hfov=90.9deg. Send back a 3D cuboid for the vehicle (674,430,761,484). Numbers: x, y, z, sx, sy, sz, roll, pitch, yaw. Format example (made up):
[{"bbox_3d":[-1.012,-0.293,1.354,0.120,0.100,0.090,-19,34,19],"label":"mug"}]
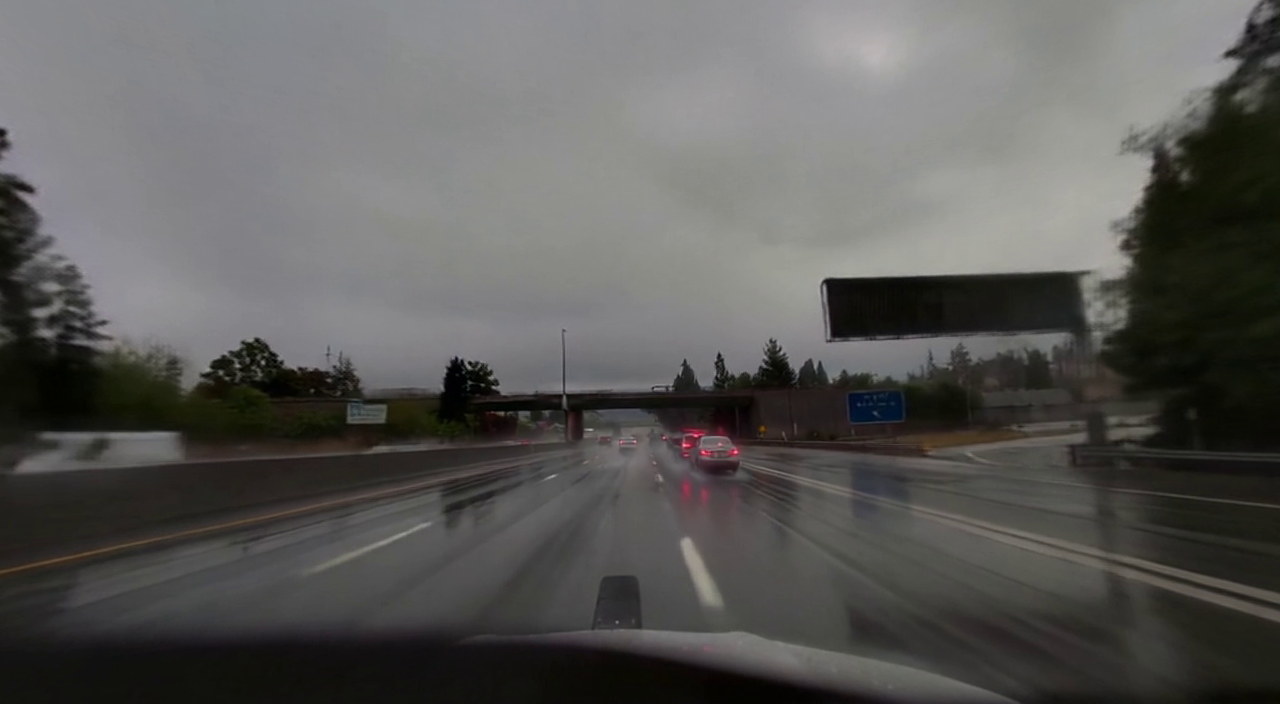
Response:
[{"bbox_3d":[2.523,3.585,21.982,2.240,1.646,4.949,1,-8,-2],"label":"vehicle"}]

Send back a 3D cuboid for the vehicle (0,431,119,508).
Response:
[{"bbox_3d":[-13.420,2.371,12.934,1.861,1.490,4.157,0,-8,0],"label":"vehicle"}]
